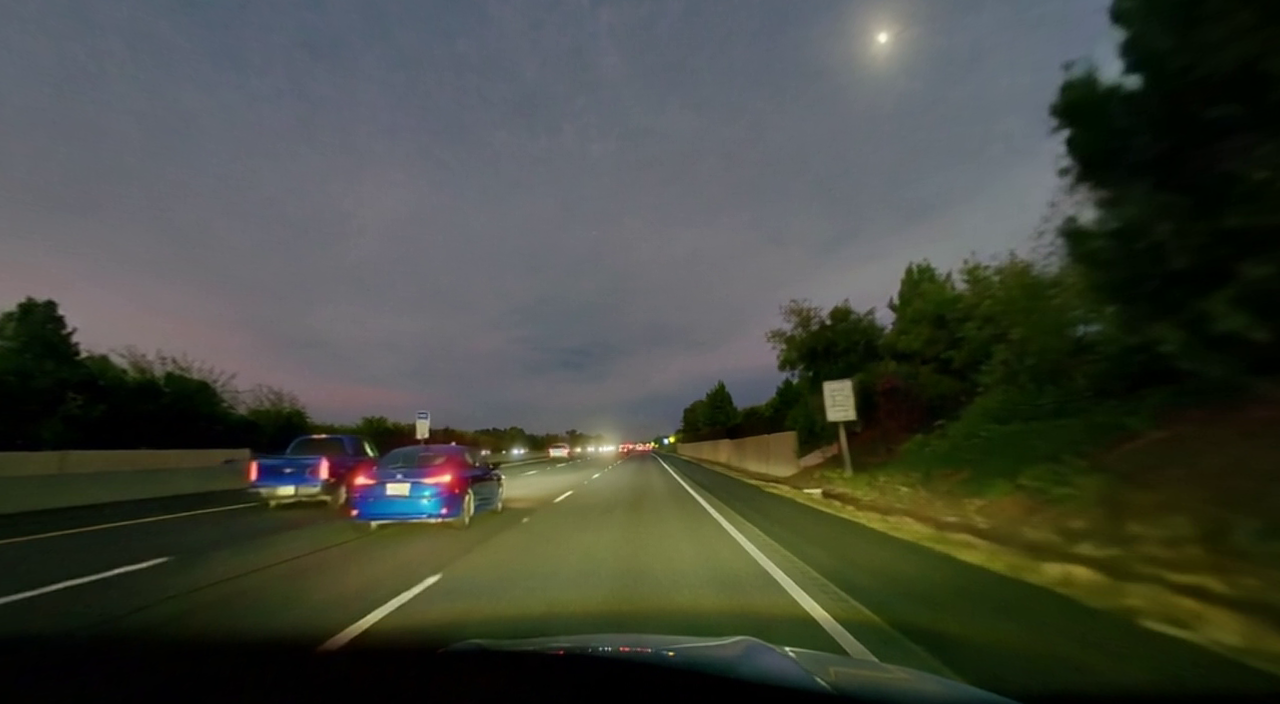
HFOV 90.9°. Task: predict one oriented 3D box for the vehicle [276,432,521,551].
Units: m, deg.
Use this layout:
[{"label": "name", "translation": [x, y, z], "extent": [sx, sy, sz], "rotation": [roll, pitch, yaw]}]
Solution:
[{"label": "vehicle", "translation": [-3.568, 2.157, 10.602], "extent": [2.081, 1.514, 4.943], "rotation": [0, -8, 1]}]
